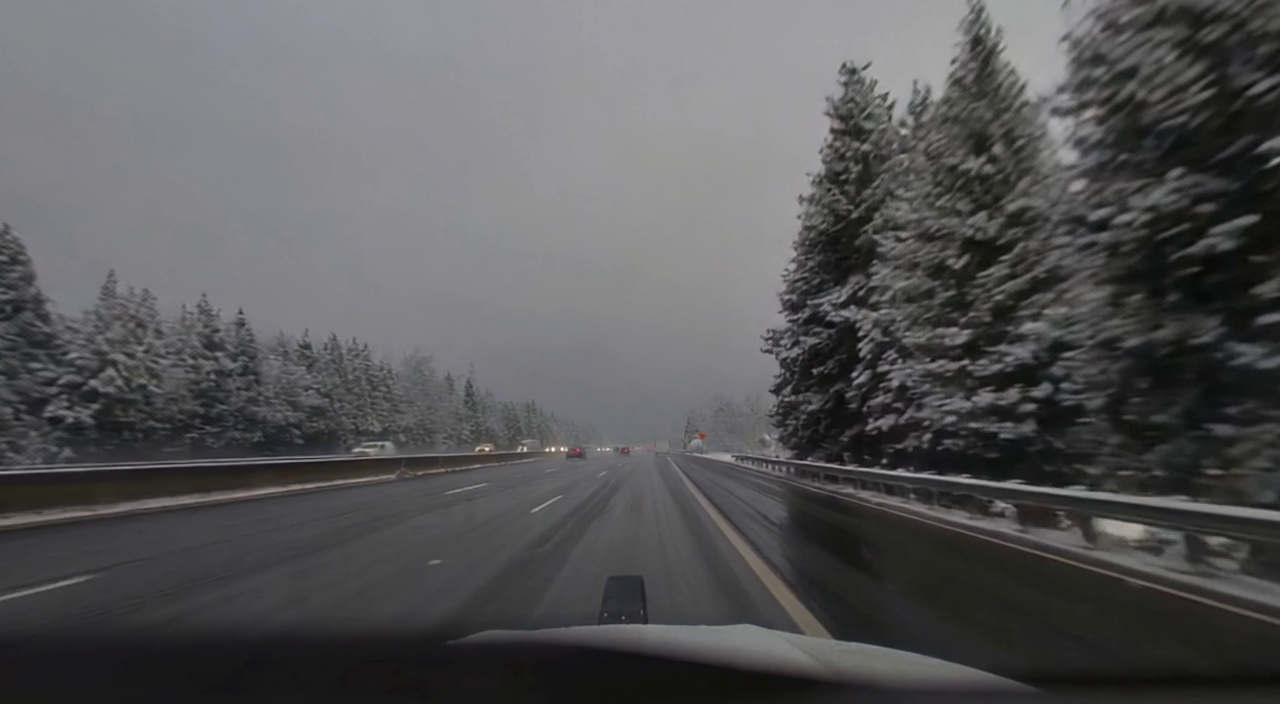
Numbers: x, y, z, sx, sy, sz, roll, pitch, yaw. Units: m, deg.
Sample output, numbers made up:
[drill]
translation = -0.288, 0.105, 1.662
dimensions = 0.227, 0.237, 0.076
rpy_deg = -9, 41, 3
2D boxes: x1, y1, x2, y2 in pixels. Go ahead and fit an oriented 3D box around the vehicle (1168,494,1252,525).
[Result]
[vehicle]
translation = 42.378, 11.668, 46.722
dimensions = 4.192, 1.670, 2.096
rpy_deg = -3, -5, -4
